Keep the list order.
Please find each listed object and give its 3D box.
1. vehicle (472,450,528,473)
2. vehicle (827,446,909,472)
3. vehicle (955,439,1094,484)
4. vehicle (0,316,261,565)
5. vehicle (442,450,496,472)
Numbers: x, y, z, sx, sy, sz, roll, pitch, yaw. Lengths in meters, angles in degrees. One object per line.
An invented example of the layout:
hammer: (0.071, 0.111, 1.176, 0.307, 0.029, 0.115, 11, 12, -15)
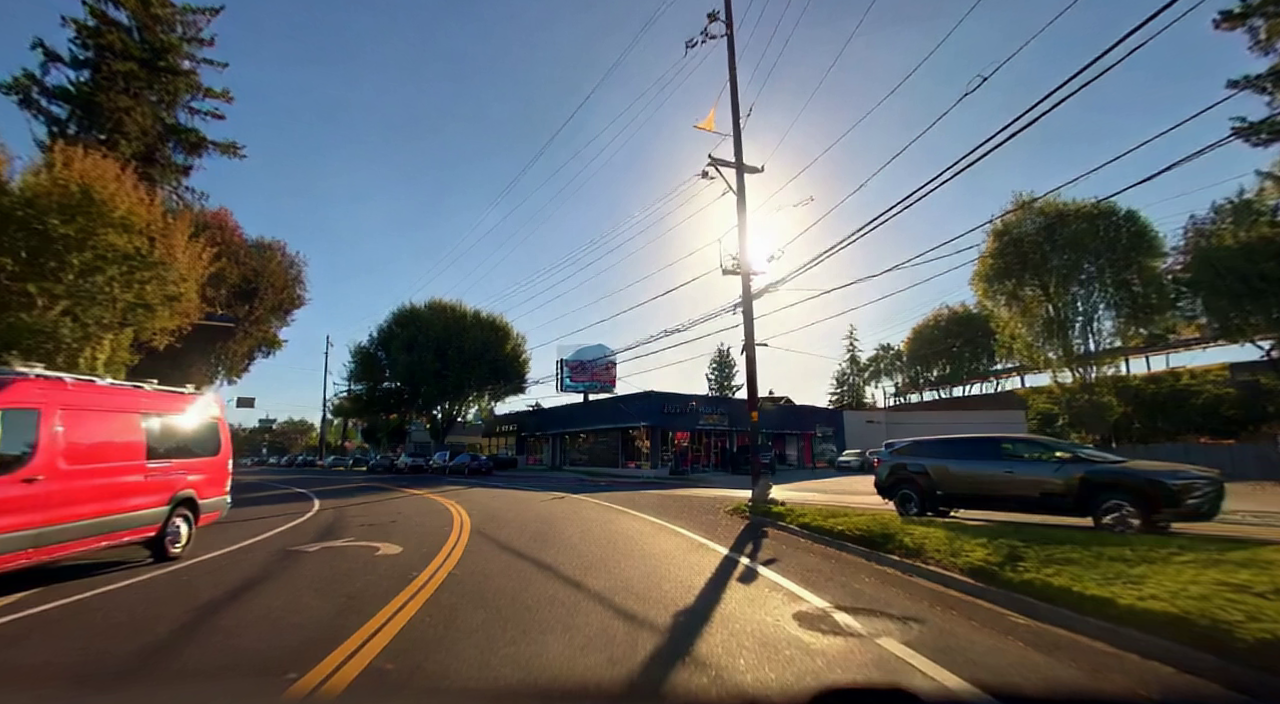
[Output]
vehicle: (-10.207, 8.019, 46.341, 2.074, 1.526, 4.853, -3, -9, 13)
vehicle: (14.599, 6.843, 40.386, 4.454, 1.504, 1.970, 0, -9, -6)
vehicle: (16.225, 4.601, 26.697, 4.543, 1.744, 2.164, 0, -9, -7)
vehicle: (-11.817, 1.618, 11.329, 3.276, 3.922, 10.384, -1, -9, 1)
vehicle: (-13.169, 8.450, 48.870, 2.057, 1.564, 4.502, -3, -9, 14)
